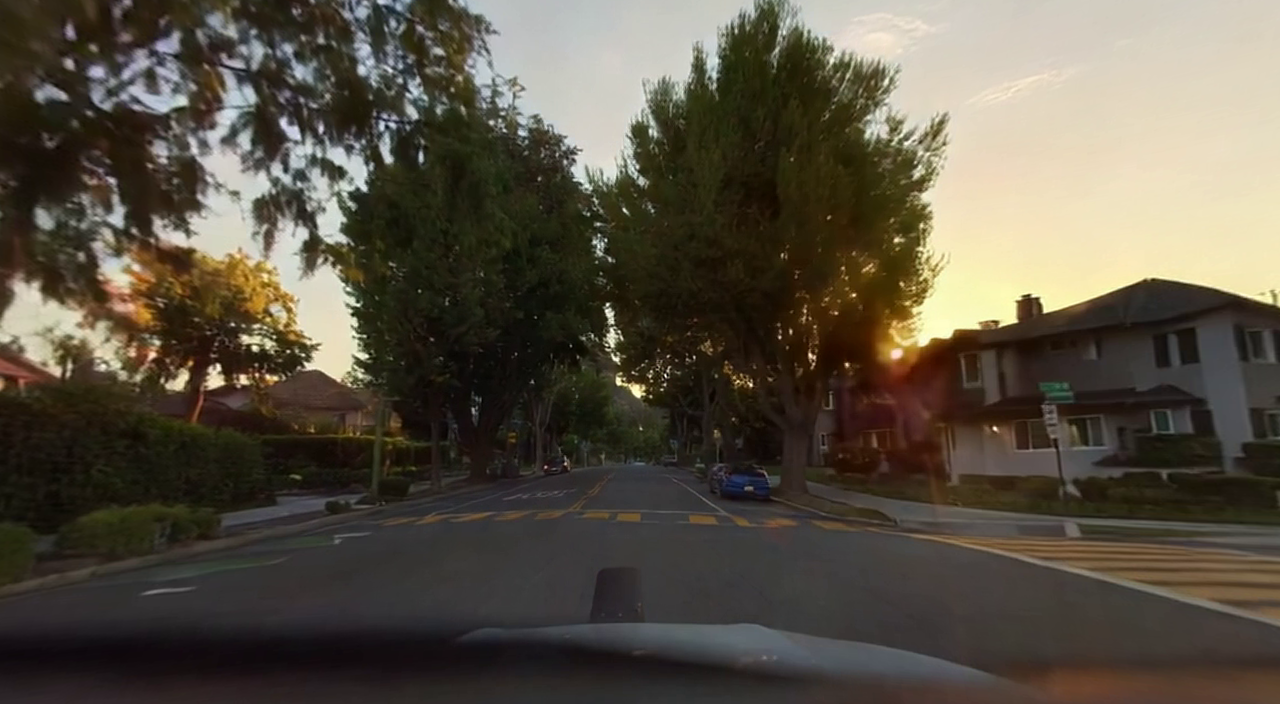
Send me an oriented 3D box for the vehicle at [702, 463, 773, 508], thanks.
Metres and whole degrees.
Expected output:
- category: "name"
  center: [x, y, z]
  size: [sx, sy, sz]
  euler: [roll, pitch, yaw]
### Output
- category: "vehicle"
  center: [3.708, 5.173, 24.903]
  size: [1.961, 1.472, 4.434]
  euler: [0, -9, -2]
